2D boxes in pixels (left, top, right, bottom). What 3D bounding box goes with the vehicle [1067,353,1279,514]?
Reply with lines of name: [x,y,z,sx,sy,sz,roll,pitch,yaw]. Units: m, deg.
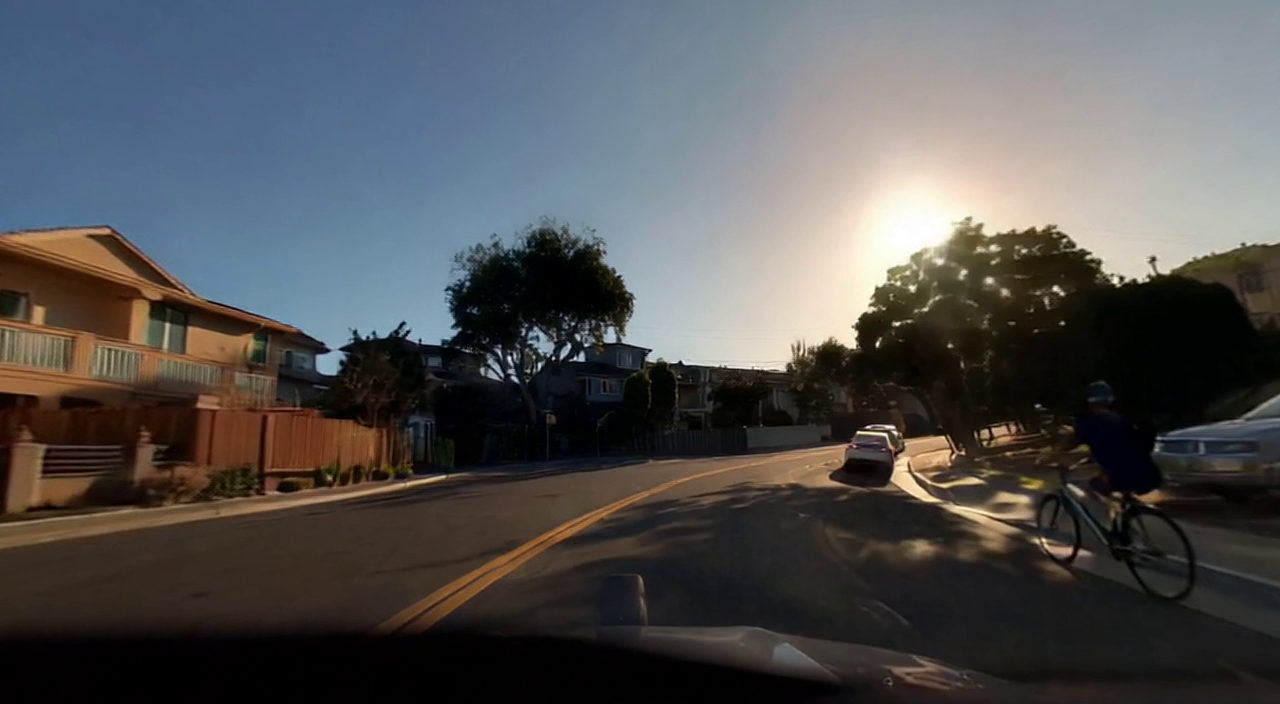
vehicle: [10.339,0.990,9.248,6.099,1.973,2.450,-6,-9,5]

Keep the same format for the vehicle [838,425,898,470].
vehicle: [9.557,4.002,26.436,2.105,1.705,4.392,-3,-9,20]
